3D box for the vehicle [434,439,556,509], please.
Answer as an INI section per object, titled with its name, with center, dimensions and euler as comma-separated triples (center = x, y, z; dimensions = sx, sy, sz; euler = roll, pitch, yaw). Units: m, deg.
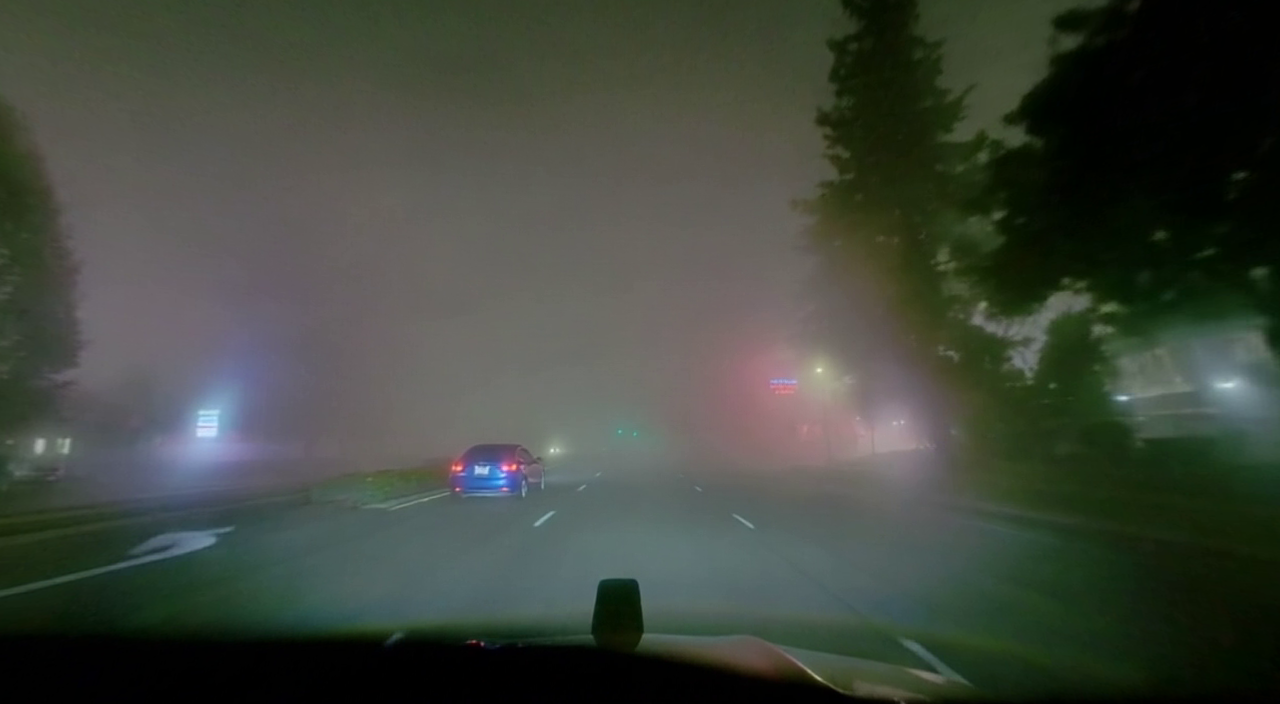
[vehicle]
center = -3.414, 2.940, 15.753
dimensions = 2.005, 1.477, 4.169
euler = -1, -8, 0
